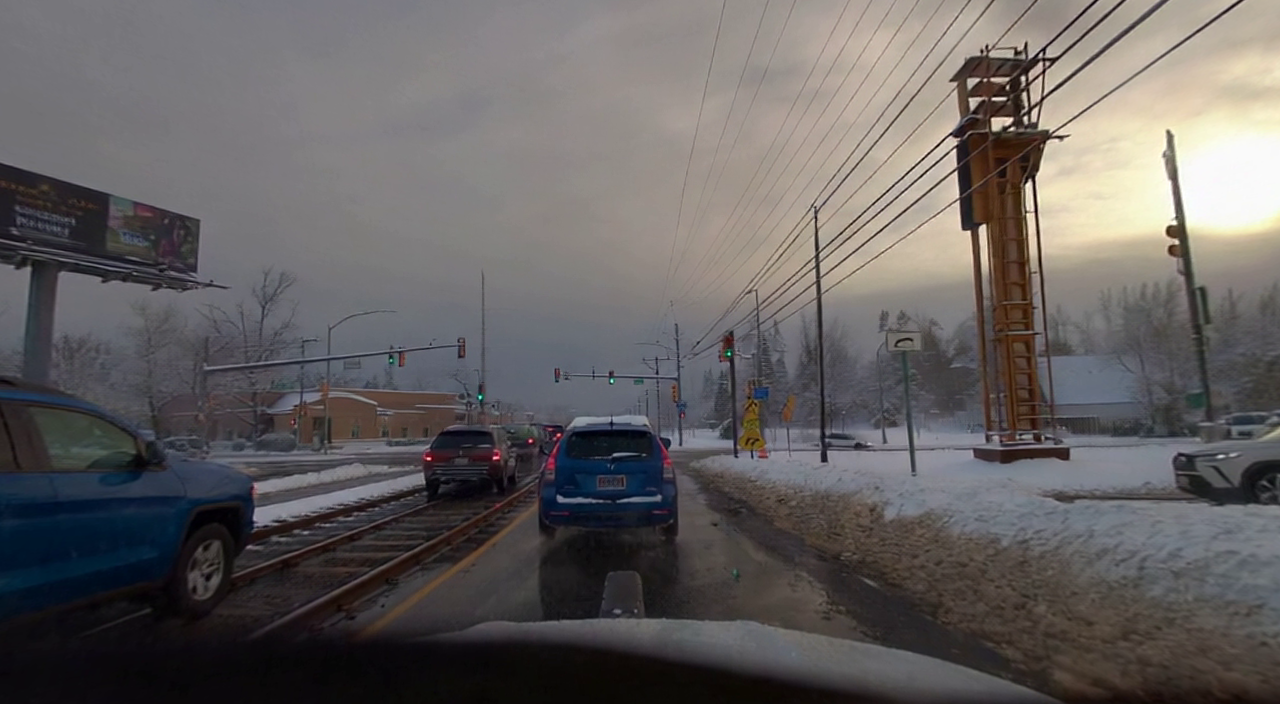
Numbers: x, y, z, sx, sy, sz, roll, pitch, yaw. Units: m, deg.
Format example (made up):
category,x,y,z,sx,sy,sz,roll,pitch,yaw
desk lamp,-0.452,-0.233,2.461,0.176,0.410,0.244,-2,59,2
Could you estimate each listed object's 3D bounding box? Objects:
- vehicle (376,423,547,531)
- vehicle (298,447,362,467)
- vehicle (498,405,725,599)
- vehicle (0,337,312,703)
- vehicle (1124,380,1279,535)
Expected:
category,x,y,z,sx,sy,sz,roll,pitch,yaw
vehicle,-3.124,2.290,12.130,1.988,1.678,4.317,0,-9,1
vehicle,-24.028,8.136,48.956,4.357,1.444,1.842,-3,-9,20
vehicle,-0.261,1.620,7.549,2.025,1.723,3.644,0,-9,0
vehicle,-3.936,0.866,2.967,2.052,1.814,5.184,0,-9,-1
vehicle,9.563,1.332,8.126,5.060,1.702,2.033,1,-9,-4
